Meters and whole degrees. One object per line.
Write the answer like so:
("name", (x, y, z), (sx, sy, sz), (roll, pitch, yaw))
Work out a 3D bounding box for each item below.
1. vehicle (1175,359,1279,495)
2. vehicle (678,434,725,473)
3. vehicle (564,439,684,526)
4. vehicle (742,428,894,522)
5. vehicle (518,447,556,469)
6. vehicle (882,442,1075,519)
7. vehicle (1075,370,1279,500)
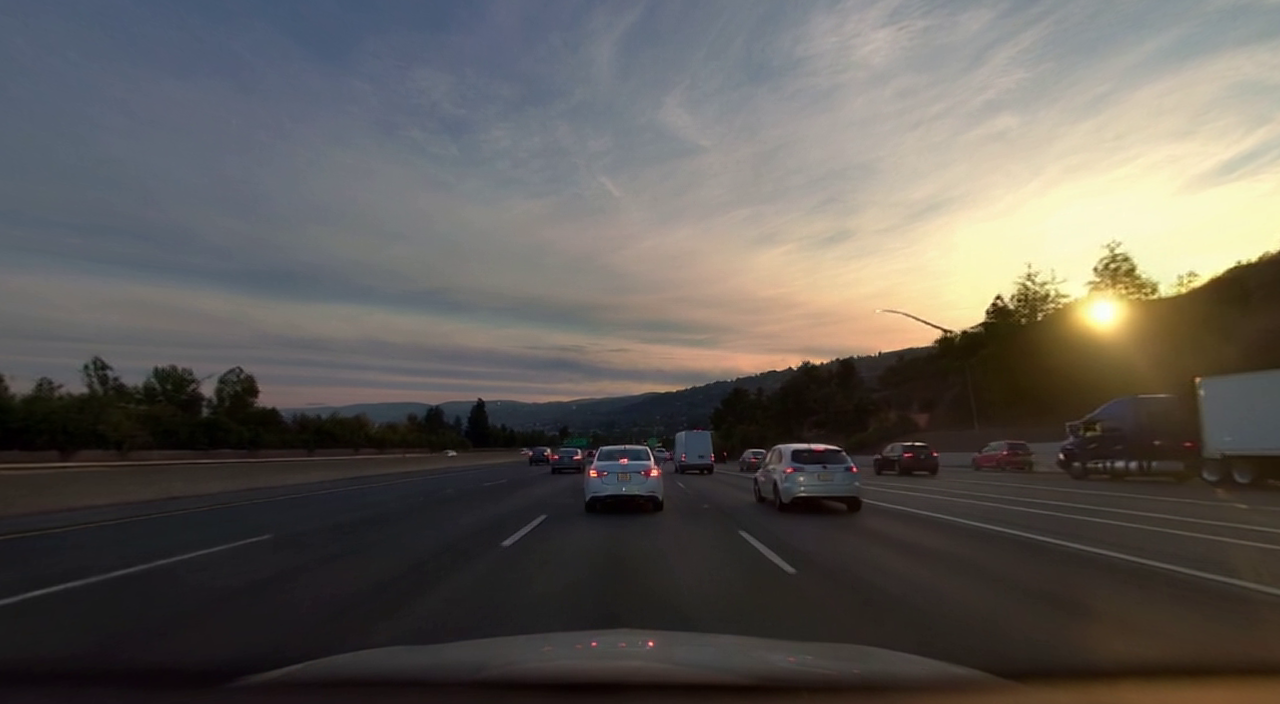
("vehicle", (21.364, 1.989, 17.198), (2.970, 4.079, 10.086), (3, -9, -14))
("vehicle", (3.847, 6.495, 40.577), (2.440, 2.313, 5.266), (0, -9, 0))
("vehicle", (-0.243, 2.640, 13.278), (2.132, 1.499, 4.038), (0, -9, 1))
("vehicle", (3.554, 2.543, 13.483), (2.053, 1.666, 4.106), (0, -9, 0))
("vehicle", (-7.734, 8.027, 47.680), (2.032, 1.549, 4.850), (0, -9, 1))
("vehicle", (7.606, 2.911, 14.802), (2.021, 1.505, 4.480), (0, -9, 0))
("vehicle", (20.109, 3.051, 22.489), (3.061, 3.869, 7.169), (2, -9, -10))
